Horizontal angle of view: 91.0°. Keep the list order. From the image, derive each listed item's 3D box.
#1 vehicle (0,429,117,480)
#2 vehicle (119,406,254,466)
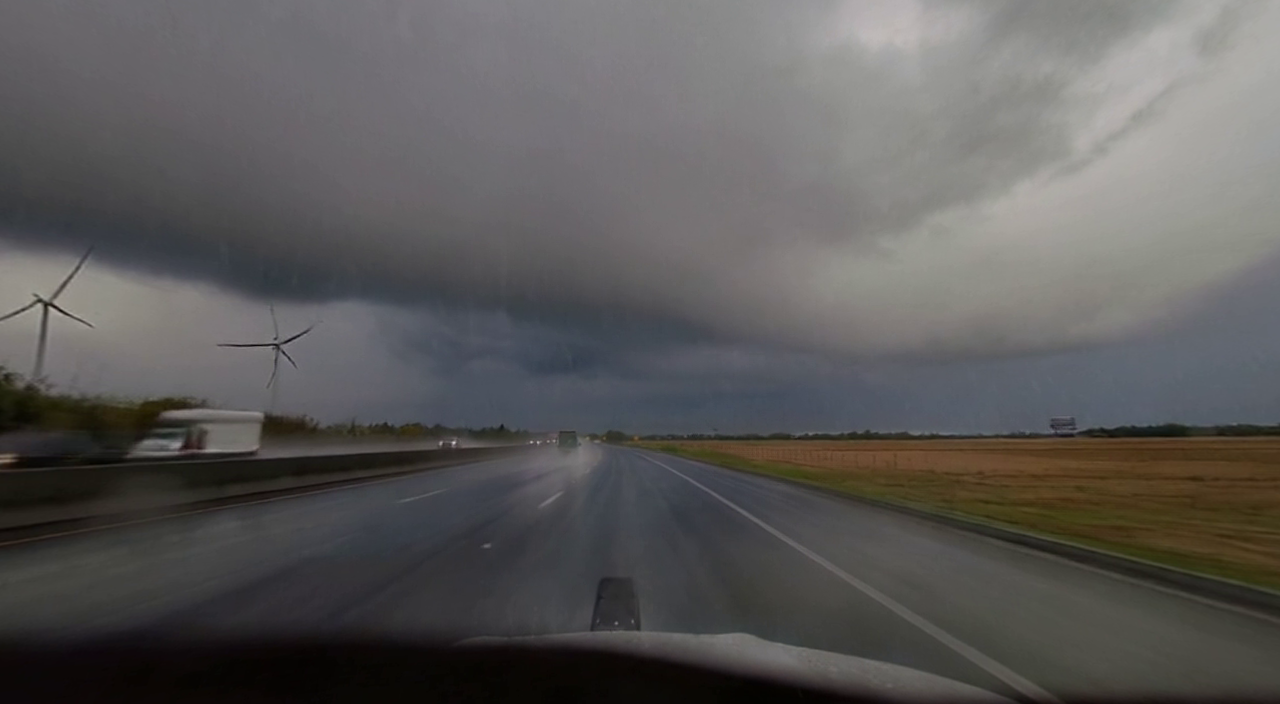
[{"bbox_3d":[-19.636,3.250,20.173,1.841,1.471,4.661,0,-8,-2],"label":"vehicle"},{"bbox_3d":[-24.338,4.601,34.286,2.540,2.900,6.641,0,-8,-2],"label":"vehicle"}]
